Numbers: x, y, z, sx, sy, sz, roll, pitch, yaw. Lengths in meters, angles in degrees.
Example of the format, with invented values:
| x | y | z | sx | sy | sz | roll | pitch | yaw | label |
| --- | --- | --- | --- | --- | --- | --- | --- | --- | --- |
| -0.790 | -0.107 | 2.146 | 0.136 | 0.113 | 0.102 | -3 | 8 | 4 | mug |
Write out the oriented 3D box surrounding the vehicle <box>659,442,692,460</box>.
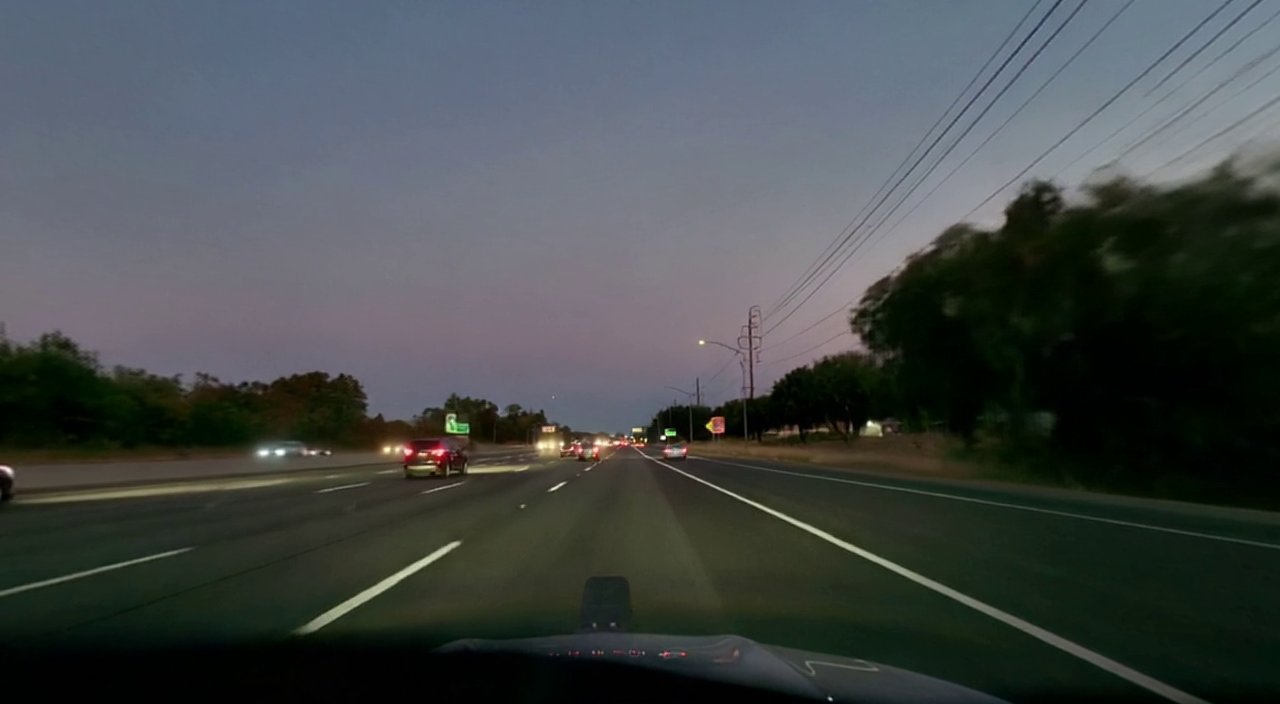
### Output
| x | y | z | sx | sy | sz | roll | pitch | yaw | label |
| --- | --- | --- | --- | --- | --- | --- | --- | --- | --- |
| 2.713 | 7.727 | 49.405 | 2.015 | 1.391 | 3.897 | 1 | -9 | -5 | vehicle |

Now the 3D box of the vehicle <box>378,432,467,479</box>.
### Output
| x | y | z | sx | sy | sz | roll | pitch | yaw | label |
| --- | --- | --- | --- | --- | --- | --- | --- | --- | --- |
| -9.219 | 4.456 | 27.341 | 2.115 | 1.799 | 5.444 | 0 | -9 | -2 | vehicle |
